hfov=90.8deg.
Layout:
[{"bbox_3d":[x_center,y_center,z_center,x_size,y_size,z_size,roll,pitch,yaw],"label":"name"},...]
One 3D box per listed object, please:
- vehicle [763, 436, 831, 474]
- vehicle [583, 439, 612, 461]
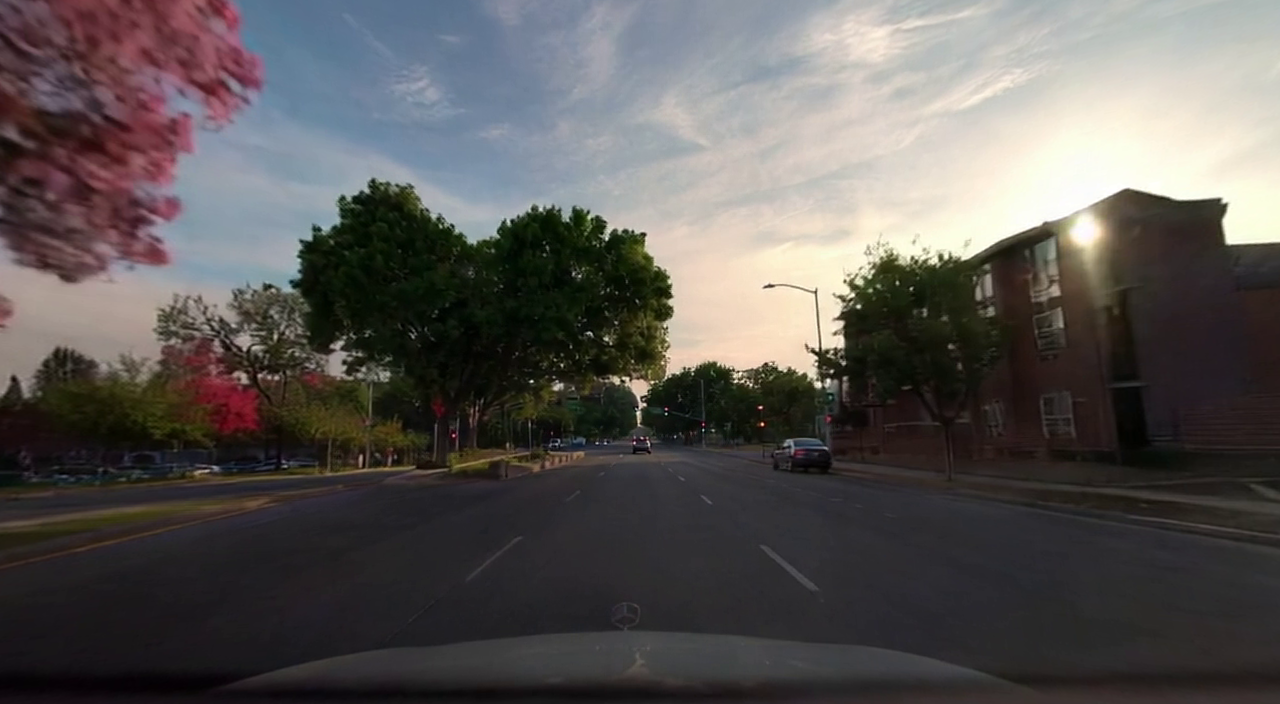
[{"bbox_3d":[7.125,4.713,29.137,1.933,1.580,4.162,0,-8,-1],"label":"vehicle"},{"bbox_3d":[-3.197,7.510,48.525,1.993,1.637,4.068,0,-8,0],"label":"vehicle"}]
